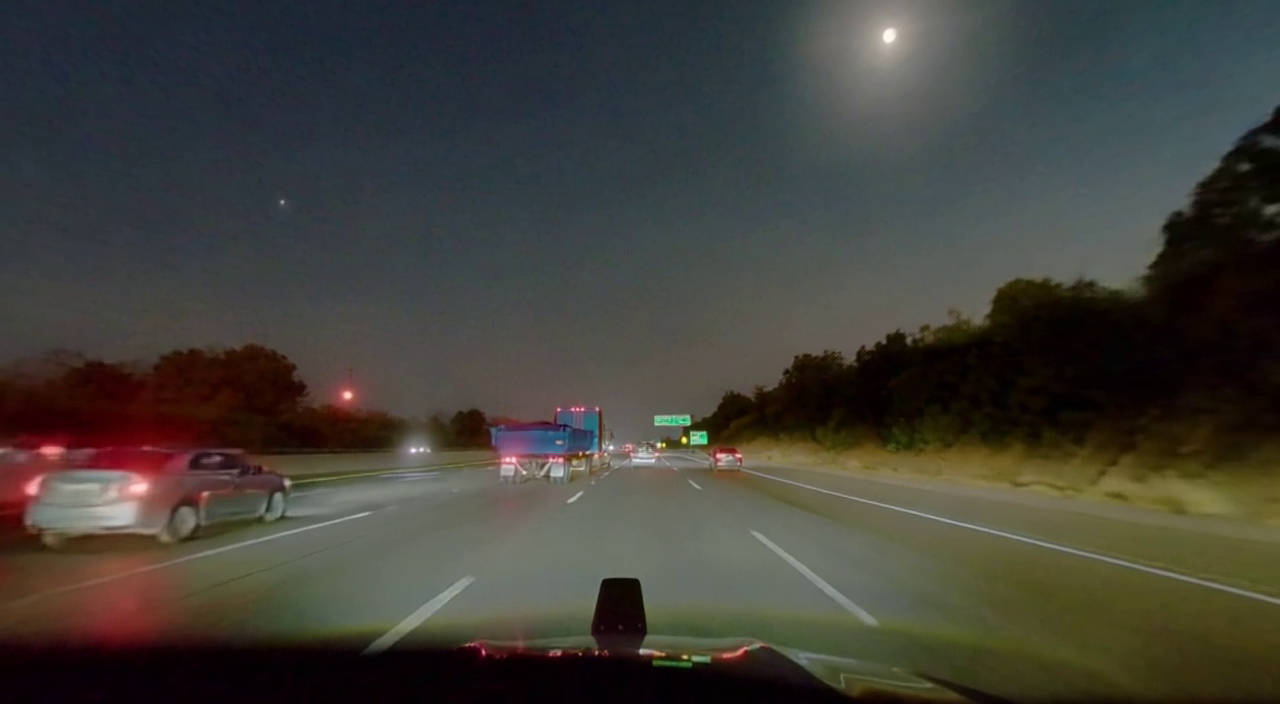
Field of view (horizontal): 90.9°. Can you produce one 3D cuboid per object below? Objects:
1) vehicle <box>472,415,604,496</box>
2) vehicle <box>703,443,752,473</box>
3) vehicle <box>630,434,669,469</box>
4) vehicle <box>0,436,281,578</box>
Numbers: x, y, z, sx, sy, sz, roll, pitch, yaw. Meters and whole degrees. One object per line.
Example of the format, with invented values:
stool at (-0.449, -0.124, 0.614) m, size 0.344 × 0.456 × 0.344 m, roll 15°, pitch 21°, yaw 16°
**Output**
vehicle at (-3.483, 4.276, 26.866) m, size 2.854 × 2.379 × 16.653 m, roll 0°, pitch -8°, yaw 0°
vehicle at (4.645, 5.682, 33.981) m, size 1.993 × 1.474 × 4.230 m, roll 0°, pitch -8°, yaw 0°
vehicle at (0.602, 6.281, 39.978) m, size 2.309 × 2.023 × 5.130 m, roll 0°, pitch -8°, yaw 1°
vehicle at (-7.411, 1.947, 8.856) m, size 1.965 × 1.437 × 4.592 m, roll 0°, pitch -8°, yaw 1°
